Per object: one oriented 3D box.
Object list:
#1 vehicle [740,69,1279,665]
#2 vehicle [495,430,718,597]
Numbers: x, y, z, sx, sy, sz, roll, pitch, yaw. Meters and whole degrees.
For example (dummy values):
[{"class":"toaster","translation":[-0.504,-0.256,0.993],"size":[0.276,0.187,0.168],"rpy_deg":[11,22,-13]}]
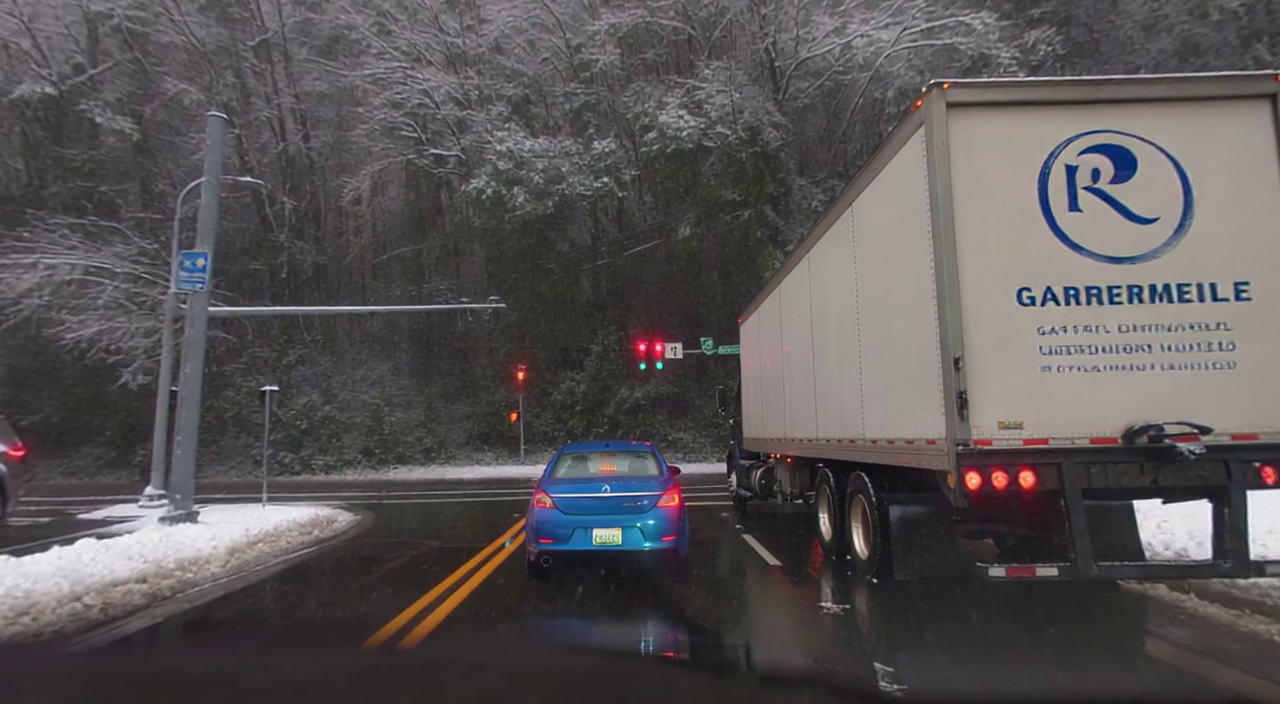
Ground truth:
[{"class":"vehicle","translation":[3.521,0.713,8.776],"size":[2.884,3.753,9.763],"rpy_deg":[0,-9,2]},{"class":"vehicle","translation":[-0.337,1.706,7.426],"size":[1.975,1.457,3.526],"rpy_deg":[0,-9,-1]}]
